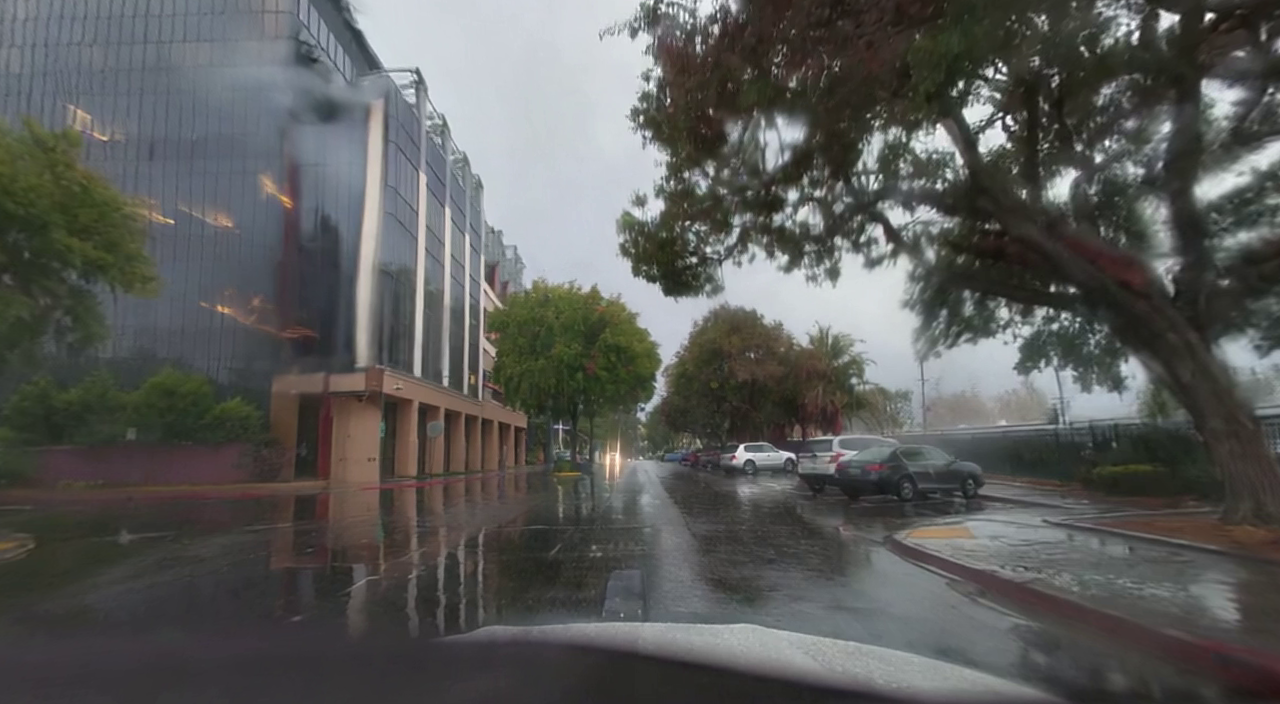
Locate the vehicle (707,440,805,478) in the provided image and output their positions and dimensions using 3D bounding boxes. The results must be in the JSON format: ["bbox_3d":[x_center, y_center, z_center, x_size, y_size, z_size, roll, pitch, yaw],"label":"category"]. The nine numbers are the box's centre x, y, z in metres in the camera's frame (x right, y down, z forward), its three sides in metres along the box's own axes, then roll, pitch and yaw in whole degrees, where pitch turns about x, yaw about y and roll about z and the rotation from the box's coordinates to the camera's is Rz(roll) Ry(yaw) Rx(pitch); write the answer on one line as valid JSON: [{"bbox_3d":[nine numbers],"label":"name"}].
[{"bbox_3d":[6.538,5.985,35.580,5.061,1.829,2.274,2,-9,-28],"label":"vehicle"}]

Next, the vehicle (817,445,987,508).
[{"bbox_3d":[7.084,3.245,16.973,4.402,1.474,1.957,5,-10,-32],"label":"vehicle"}]
